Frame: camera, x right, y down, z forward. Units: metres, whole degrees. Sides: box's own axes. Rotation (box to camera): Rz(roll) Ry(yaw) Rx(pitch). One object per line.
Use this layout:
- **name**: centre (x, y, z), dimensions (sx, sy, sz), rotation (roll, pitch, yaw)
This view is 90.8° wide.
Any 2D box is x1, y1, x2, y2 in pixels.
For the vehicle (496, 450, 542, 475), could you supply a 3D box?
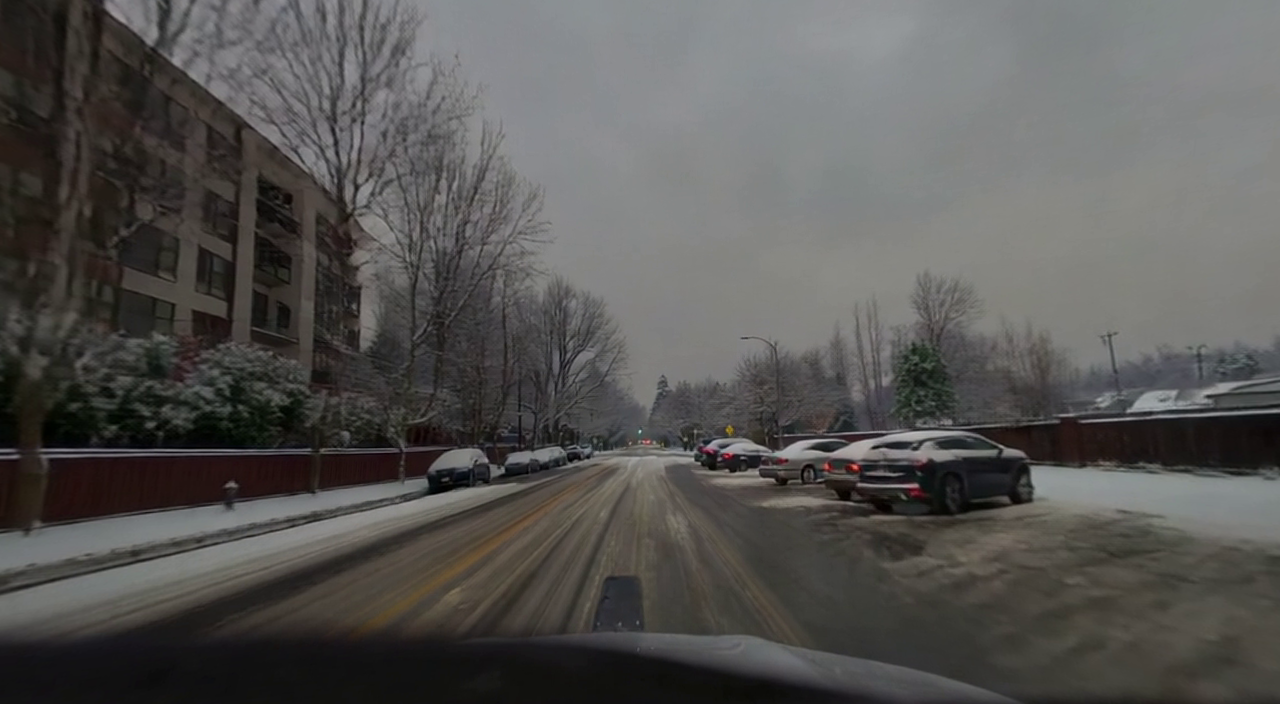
- **vehicle**: centre (-7.815, 7.199, 41.383), dimensions (1.911, 1.497, 4.738), rotation (0, -8, 2)

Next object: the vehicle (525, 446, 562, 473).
- **vehicle**: centre (-7.324, 8.157, 48.367), dimensions (1.957, 1.693, 4.588), rotation (-2, -6, 1)

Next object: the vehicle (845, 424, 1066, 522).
- **vehicle**: centre (6.421, 2.365, 12.837), dimensions (3.954, 1.666, 2.213), rotation (6, -10, -33)

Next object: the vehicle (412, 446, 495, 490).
- **vehicle**: centre (-7.798, 4.852, 26.900), dimensions (2.172, 1.707, 4.273), rotation (0, -8, 1)
